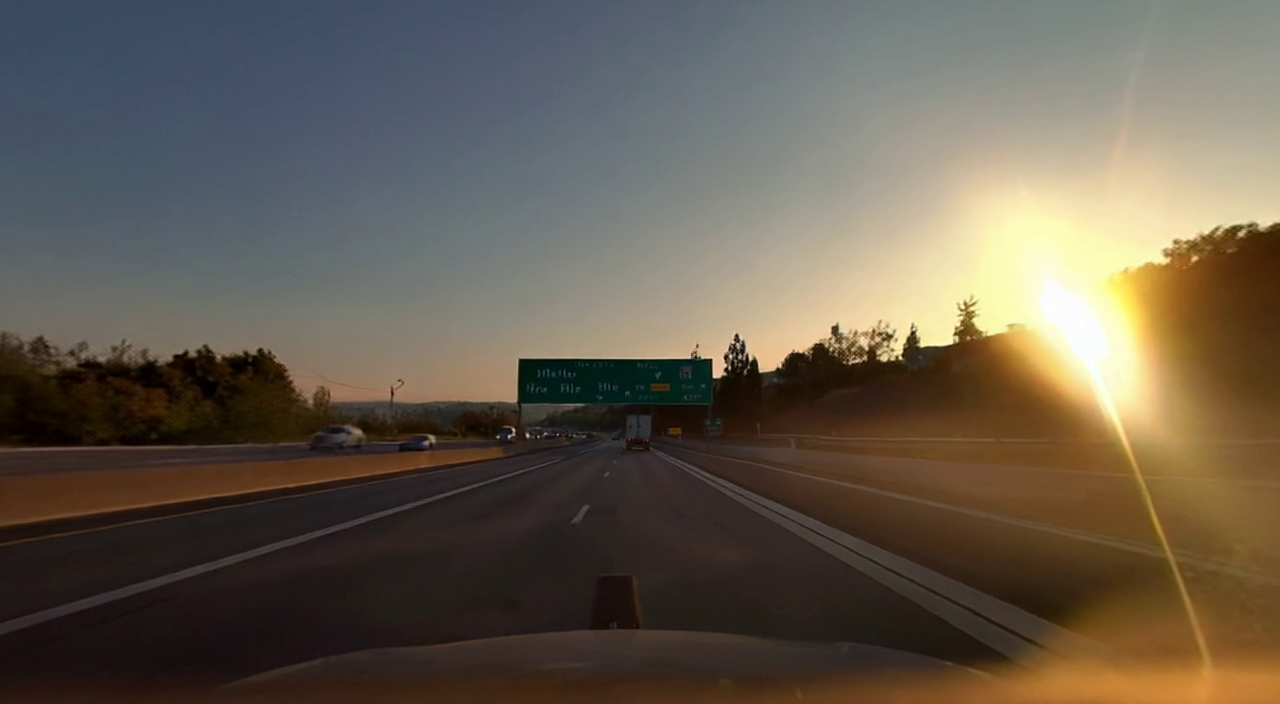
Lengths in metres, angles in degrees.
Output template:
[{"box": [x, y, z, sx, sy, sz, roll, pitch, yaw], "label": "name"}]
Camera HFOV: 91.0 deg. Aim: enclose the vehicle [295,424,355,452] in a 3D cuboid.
[{"box": [-22.952, 6.296, 46.026, 2.032, 1.868, 4.504, -1, -8, 0], "label": "vehicle"}]
